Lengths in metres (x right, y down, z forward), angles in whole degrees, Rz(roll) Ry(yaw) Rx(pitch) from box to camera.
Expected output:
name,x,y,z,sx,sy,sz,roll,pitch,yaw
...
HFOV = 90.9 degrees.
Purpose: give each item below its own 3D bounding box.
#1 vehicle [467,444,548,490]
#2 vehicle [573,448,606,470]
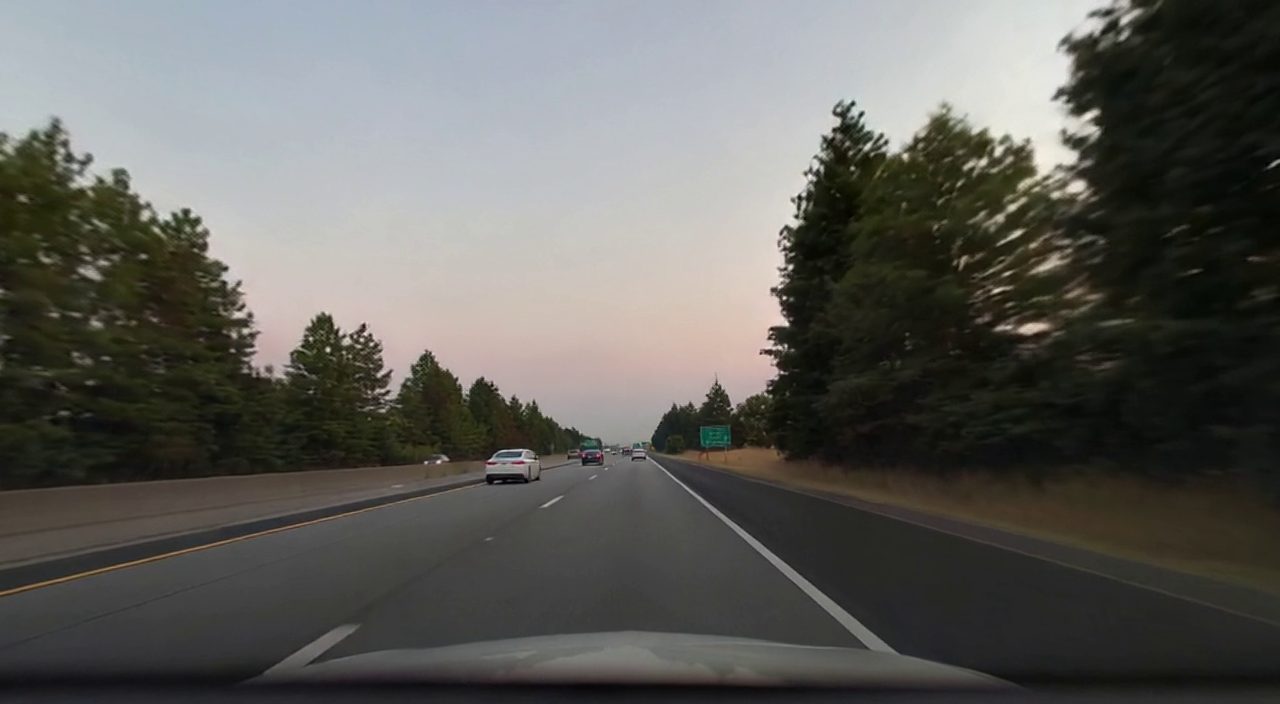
name,x,y,z,sx,sy,sz,roll,pitch,yaw
vehicle,-4.724,4.176,23.159,1.975,1.501,4.603,0,-9,0
vehicle,-3.490,7.521,44.384,2.005,1.474,3.921,0,-9,0
